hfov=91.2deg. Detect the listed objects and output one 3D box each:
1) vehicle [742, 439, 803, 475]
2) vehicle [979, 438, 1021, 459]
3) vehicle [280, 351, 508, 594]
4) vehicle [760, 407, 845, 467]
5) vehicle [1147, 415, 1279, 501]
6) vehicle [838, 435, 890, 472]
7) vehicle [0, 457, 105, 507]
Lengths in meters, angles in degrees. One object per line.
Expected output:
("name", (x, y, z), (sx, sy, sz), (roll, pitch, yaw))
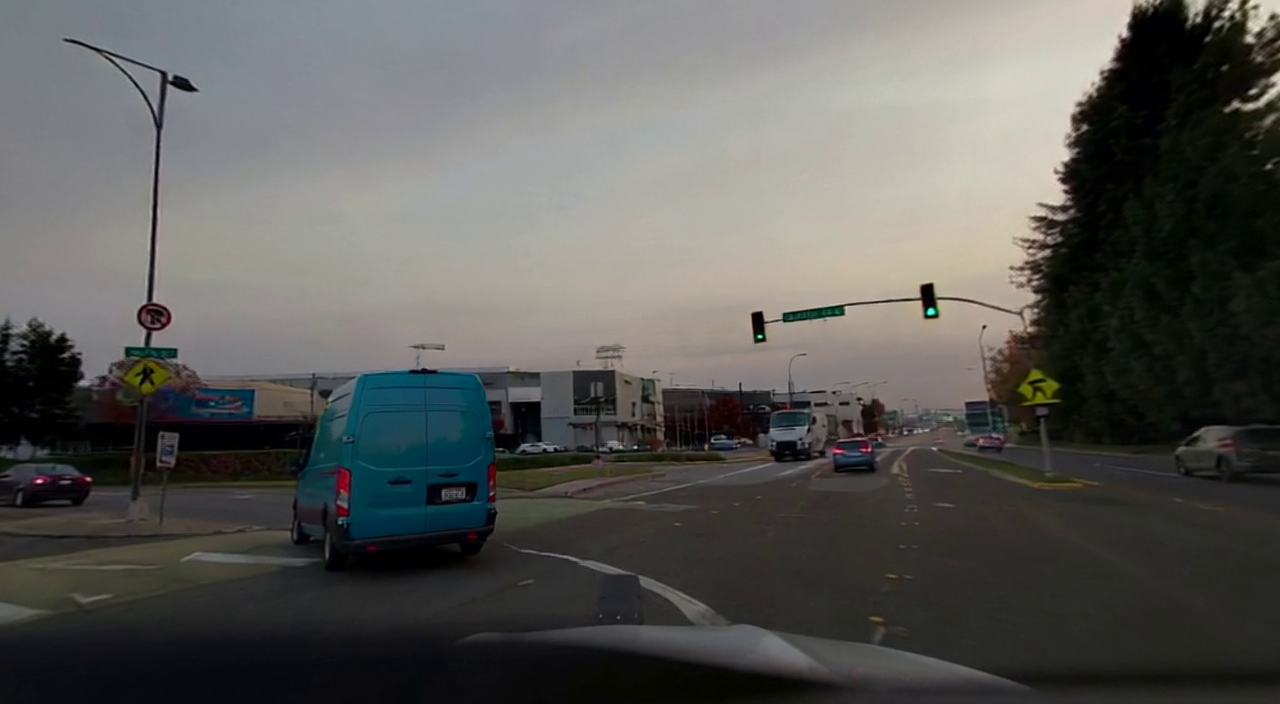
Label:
("vehicle", (6.527, 5.089, 30.585), (2.017, 1.599, 4.436), (-5, -10, 22))
("vehicle", (27.940, 7.494, 48.752), (2.144, 1.473, 4.250), (-4, -9, 21))
("vehicle", (-4.130, 1.769, 9.919), (2.432, 2.624, 5.670), (4, -10, -28))
("vehicle", (11.184, 5.818, 41.722), (3.158, 3.294, 13.584), (-5, -10, 23))
("vehicle", (13.957, 2.401, 14.445), (2.158, 1.696, 4.417), (-4, -10, 21))
("vehicle", (10.661, 4.801, 29.663), (1.948, 1.613, 3.879), (-5, -10, 23))
("vehicle", (-21.198, 4.464, 21.812), (4.457, 1.533, 1.933), (-4, -10, 22))
